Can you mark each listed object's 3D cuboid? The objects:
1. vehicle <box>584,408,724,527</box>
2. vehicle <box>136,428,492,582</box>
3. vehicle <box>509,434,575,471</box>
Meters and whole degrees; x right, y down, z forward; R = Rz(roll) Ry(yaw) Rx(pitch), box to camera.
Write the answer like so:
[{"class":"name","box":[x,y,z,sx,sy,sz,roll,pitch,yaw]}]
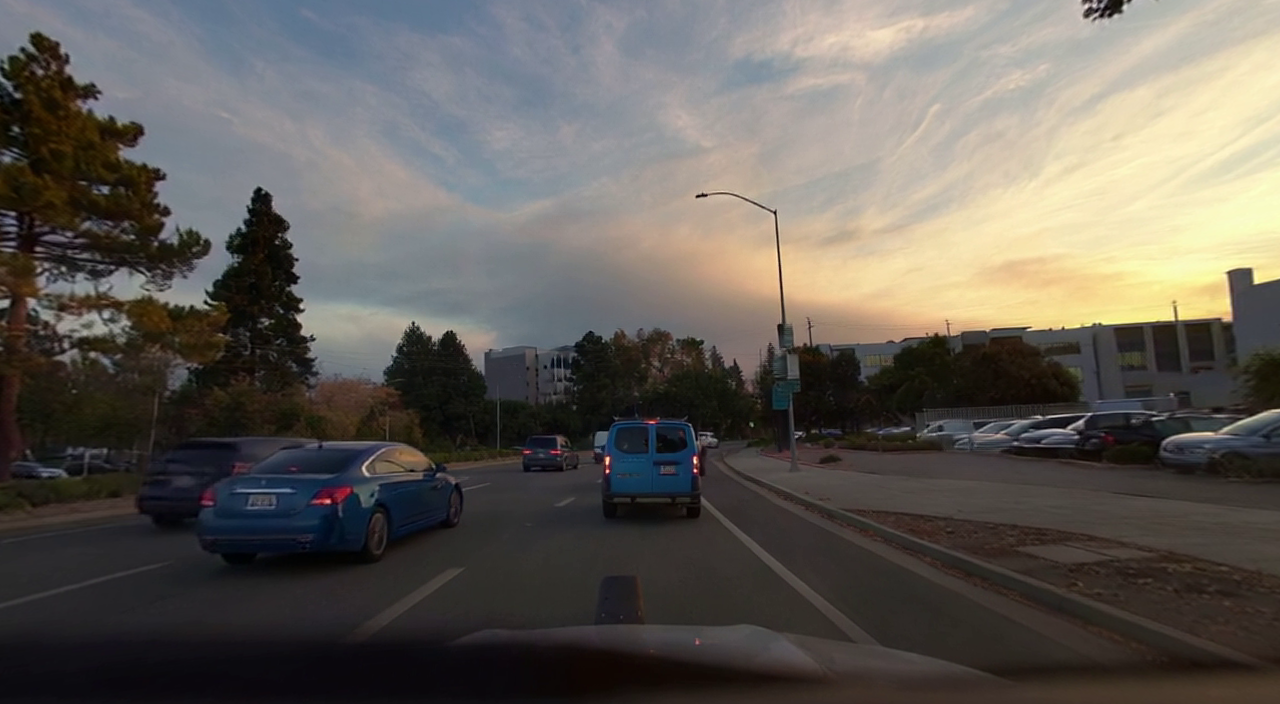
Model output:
[{"class":"vehicle","box":[0.298,2.120,12.009,2.173,1.830,4.189,0,-9,2]},{"class":"vehicle","box":[-3.744,1.836,8.567,1.991,1.459,4.813,-1,-9,4]},{"class":"vehicle","box":[-4.866,5.096,32.171,2.116,1.714,4.757,-1,-9,7]}]
